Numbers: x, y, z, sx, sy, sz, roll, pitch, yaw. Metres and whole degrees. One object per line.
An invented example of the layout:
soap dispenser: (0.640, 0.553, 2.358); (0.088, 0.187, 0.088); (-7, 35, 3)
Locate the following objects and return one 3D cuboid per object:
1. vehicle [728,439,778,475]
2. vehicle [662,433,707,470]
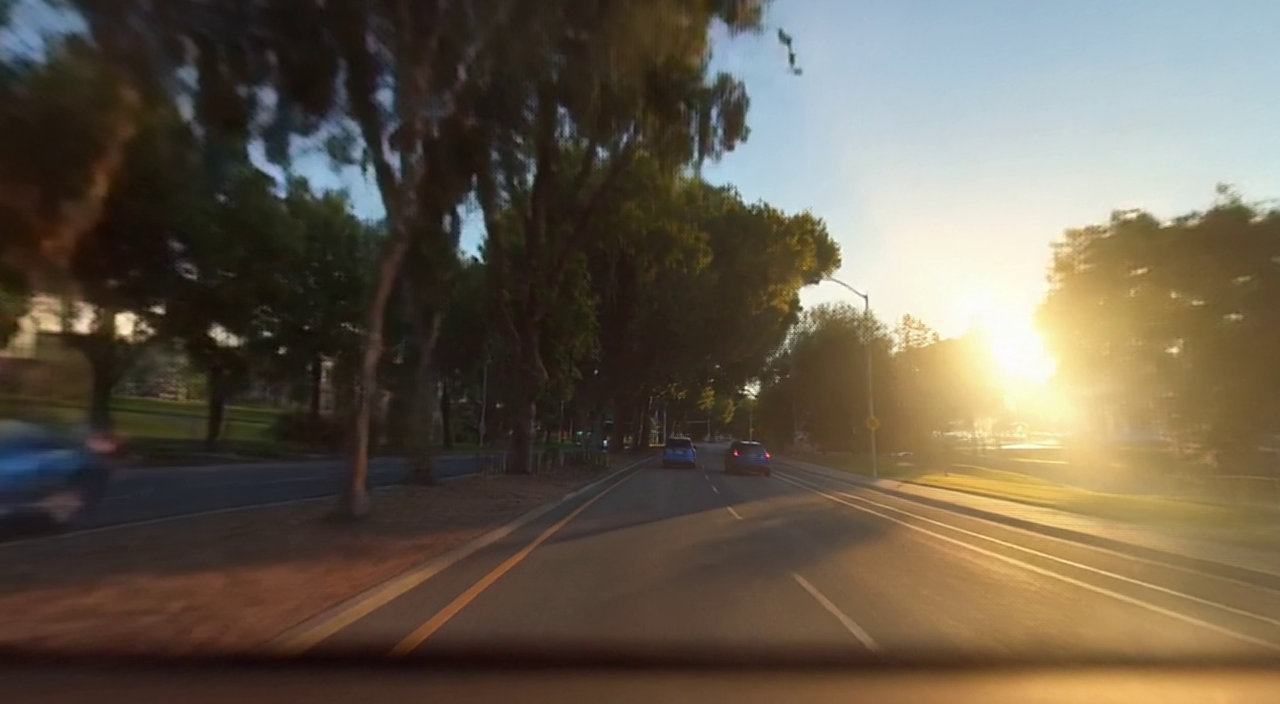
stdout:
vehicle: (5.600, 5.271, 31.641); (1.971, 1.663, 4.287); (0, -9, 3)
vehicle: (2.372, 5.295, 33.477); (2.251, 1.822, 4.391); (-1, -9, 4)
